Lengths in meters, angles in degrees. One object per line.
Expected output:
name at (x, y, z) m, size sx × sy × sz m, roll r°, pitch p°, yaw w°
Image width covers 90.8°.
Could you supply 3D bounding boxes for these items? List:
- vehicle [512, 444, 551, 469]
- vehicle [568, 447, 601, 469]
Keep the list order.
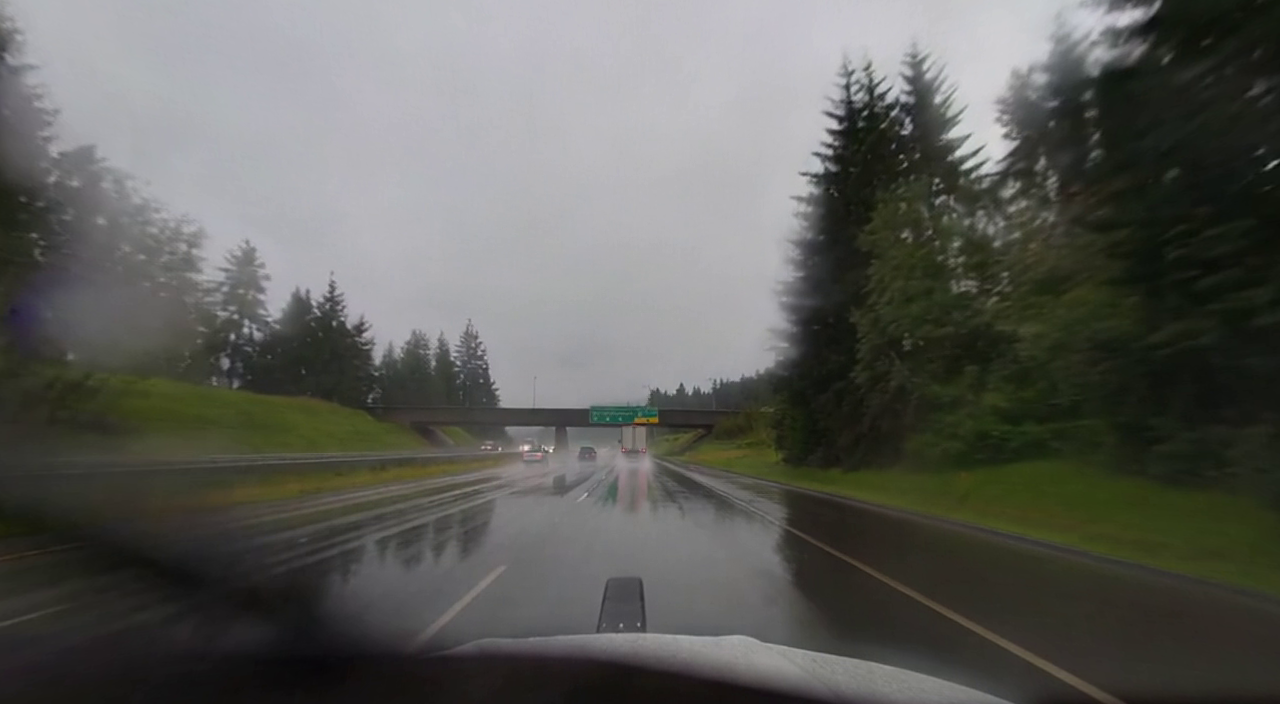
vehicle at (-7.498, 7.253, 44.091) m, size 2.014 × 1.633 × 4.090 m, roll 0°, pitch -9°, yaw -1°
vehicle at (-3.886, 7.459, 44.719) m, size 2.073 × 1.472 × 4.091 m, roll 0°, pitch -9°, yaw -1°
